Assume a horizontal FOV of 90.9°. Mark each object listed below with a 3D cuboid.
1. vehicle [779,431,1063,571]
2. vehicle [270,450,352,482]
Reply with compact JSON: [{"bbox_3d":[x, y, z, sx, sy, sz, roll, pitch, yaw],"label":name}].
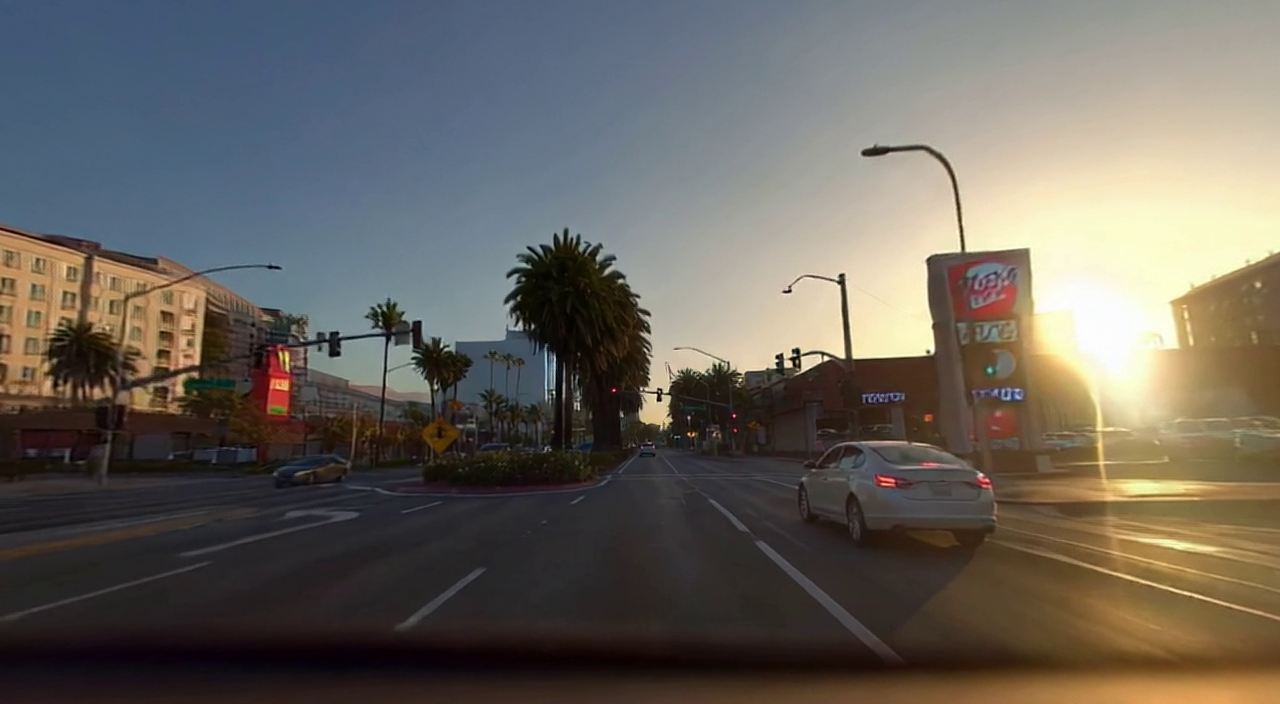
[{"bbox_3d":[3.528,1.936,9.154,1.870,1.467,4.800,0,-8,-1],"label":"vehicle"},{"bbox_3d":[-17.942,6.213,34.690,1.899,1.615,4.784,0,-8,1],"label":"vehicle"}]
